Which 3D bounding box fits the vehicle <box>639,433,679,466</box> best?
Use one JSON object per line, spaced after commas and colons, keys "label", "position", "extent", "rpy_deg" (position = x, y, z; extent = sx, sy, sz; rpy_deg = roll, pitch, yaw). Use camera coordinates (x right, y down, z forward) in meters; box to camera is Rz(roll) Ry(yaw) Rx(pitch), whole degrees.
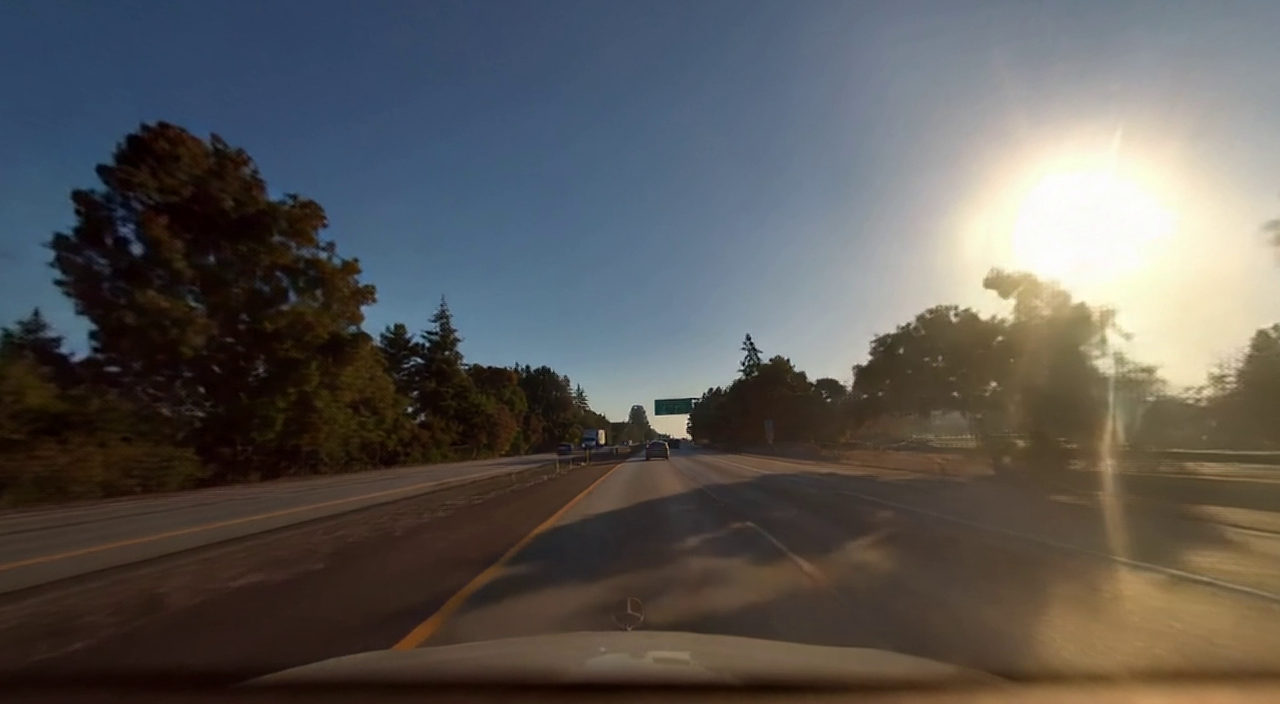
{"label": "vehicle", "position": [1.174, 6.044, 39.118], "extent": [2.301, 1.944, 4.554], "rpy_deg": [0, -8, 2]}
